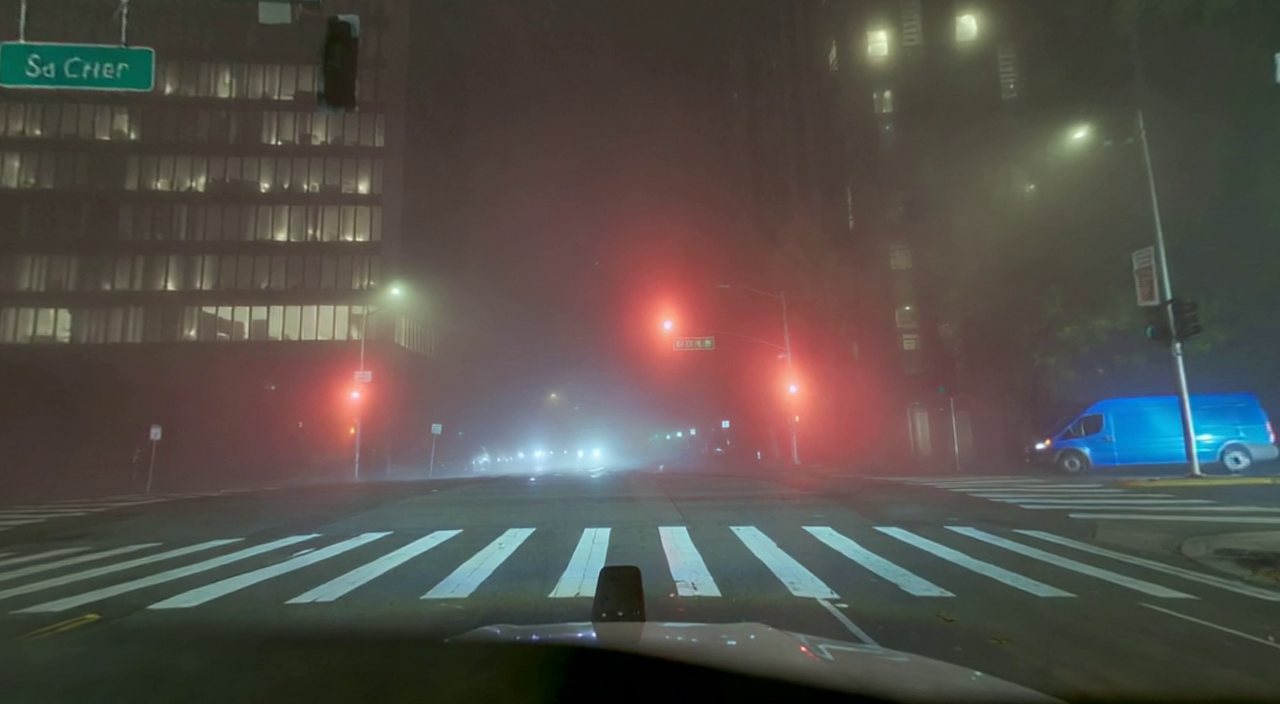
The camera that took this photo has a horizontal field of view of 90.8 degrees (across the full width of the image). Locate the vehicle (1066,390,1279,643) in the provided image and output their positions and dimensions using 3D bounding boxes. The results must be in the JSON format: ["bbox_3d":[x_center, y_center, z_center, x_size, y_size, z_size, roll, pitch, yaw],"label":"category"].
[{"bbox_3d":[5.660,1.137,4.248,2.070,1.804,4.881,0,-8,-1],"label":"vehicle"}]

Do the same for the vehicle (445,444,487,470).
[{"bbox_3d":[-12.438,7.504,45.376,1.935,1.639,4.244,-3,-8,-2],"label":"vehicle"}]
